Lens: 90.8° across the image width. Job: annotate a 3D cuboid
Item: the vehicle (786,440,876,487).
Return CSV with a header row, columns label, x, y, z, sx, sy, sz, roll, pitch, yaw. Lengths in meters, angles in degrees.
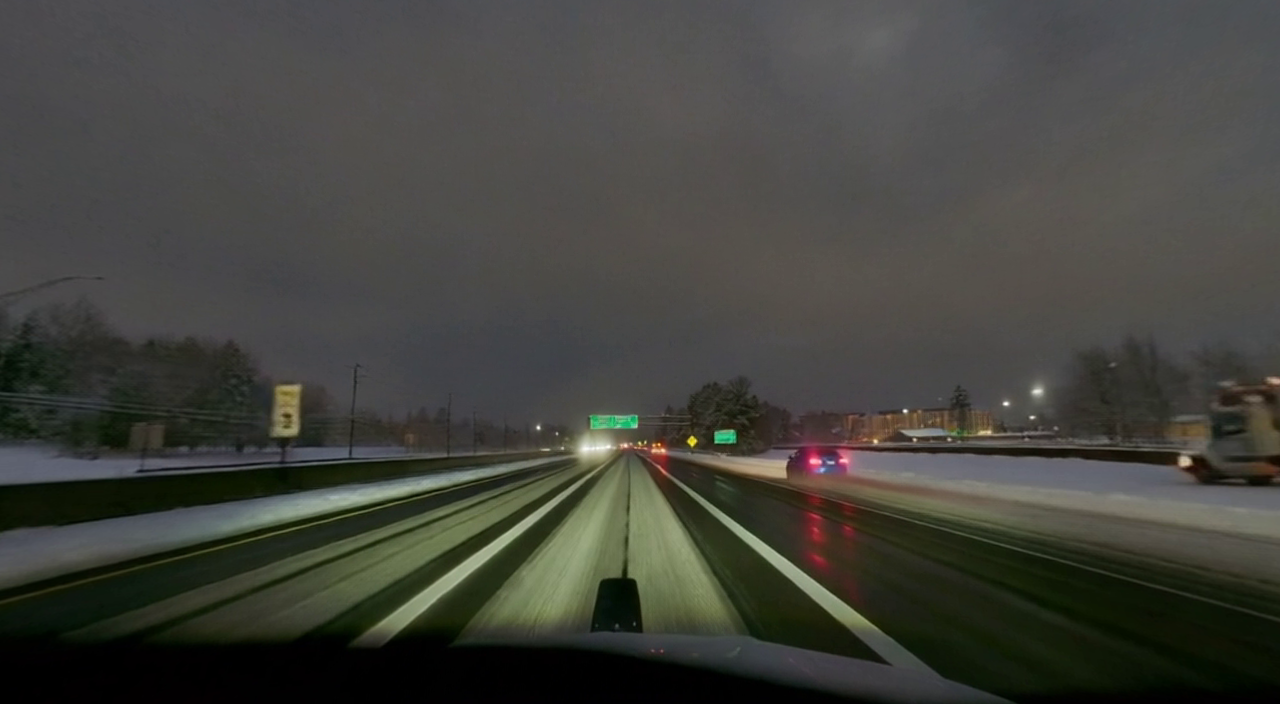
label,x,y,z,sx,sy,sz,roll,pitch,yaw
vehicle,6.874,4.019,23.250,1.958,1.498,4.447,0,-8,0
